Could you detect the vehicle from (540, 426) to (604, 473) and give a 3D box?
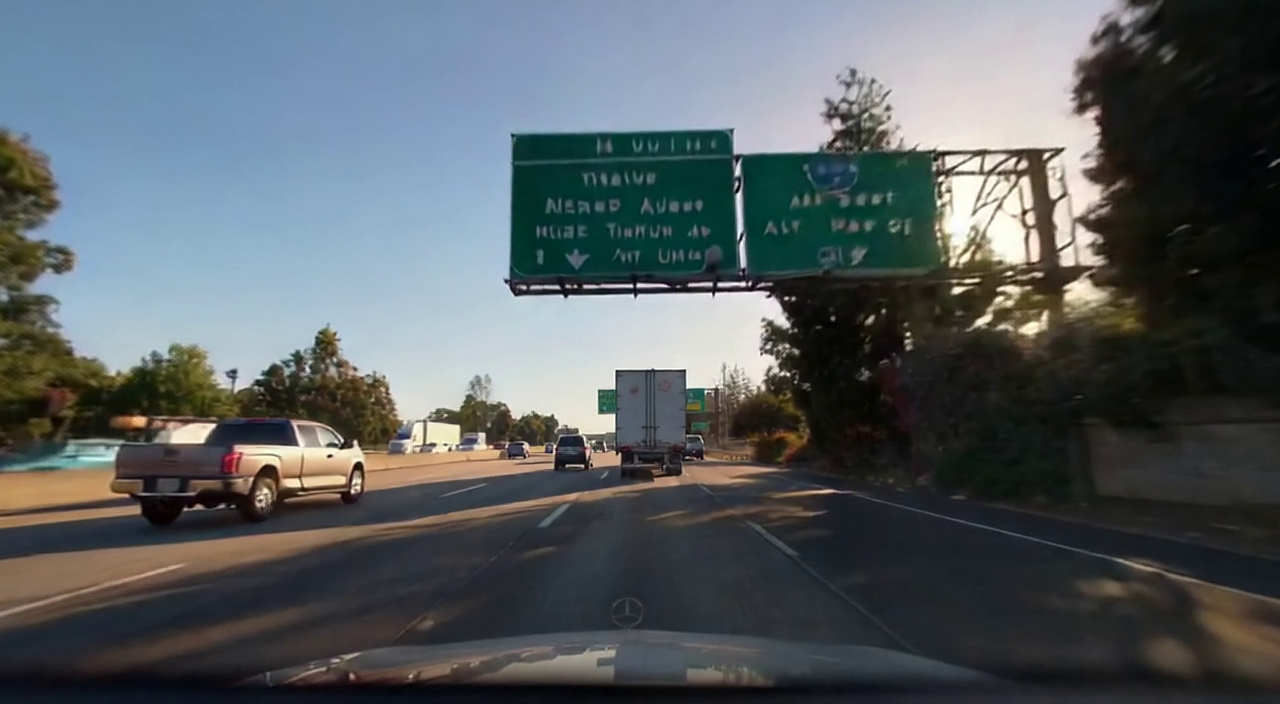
[{"bbox_3d":[-3.204,4.828,31.226,2.379,2.075,6.169,0,-9,1],"label":"vehicle"}]

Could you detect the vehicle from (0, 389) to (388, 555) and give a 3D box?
[{"bbox_3d":[-6.748,1.892,10.615,2.479,1.978,5.952,0,-9,1],"label":"vehicle"}]

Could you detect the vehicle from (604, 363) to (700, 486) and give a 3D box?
[{"bbox_3d":[0.337,2.970,24.494,2.941,3.794,9.851,0,-9,0],"label":"vehicle"}]
